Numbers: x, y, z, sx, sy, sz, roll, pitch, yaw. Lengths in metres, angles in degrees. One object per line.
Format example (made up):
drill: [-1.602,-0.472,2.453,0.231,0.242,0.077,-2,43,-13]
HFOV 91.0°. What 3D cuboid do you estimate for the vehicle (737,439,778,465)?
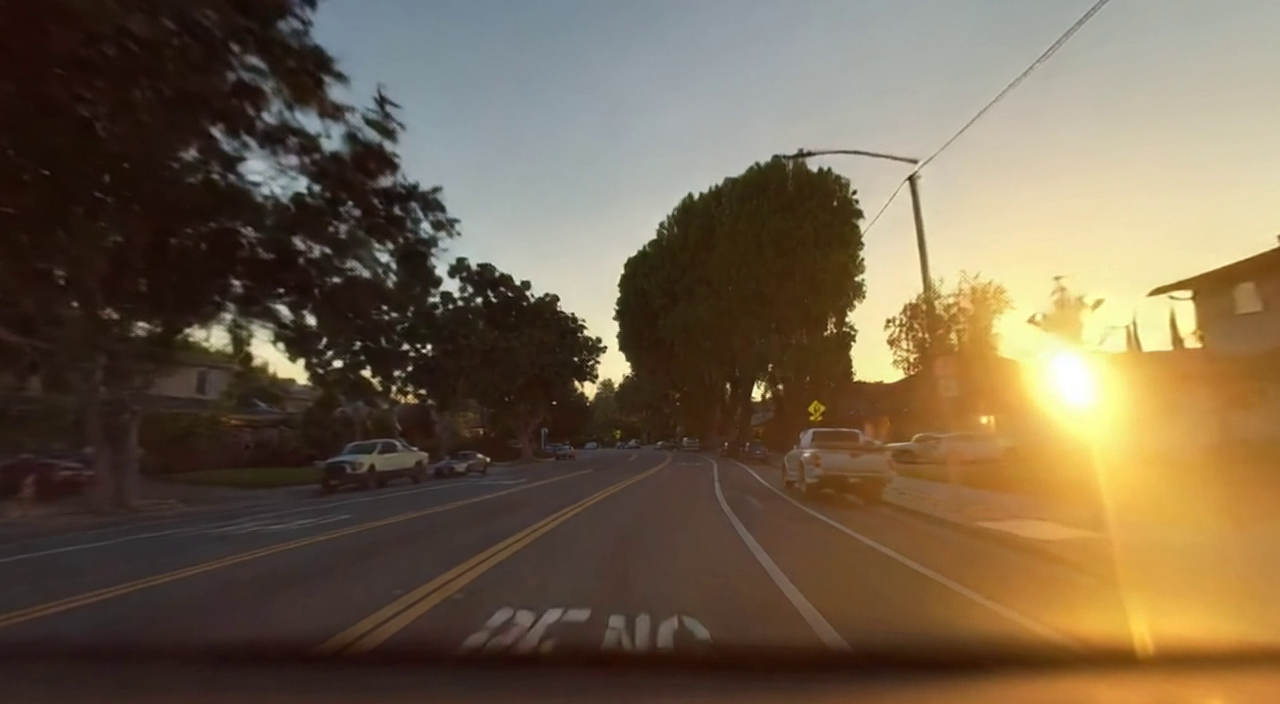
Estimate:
vehicle: [8.745,7.443,47.277,1.954,1.732,6.409,2,-8,1]

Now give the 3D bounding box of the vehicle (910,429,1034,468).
vehicle: [15.668,4.568,29.970,4.637,1.661,2.158,-3,-8,9]

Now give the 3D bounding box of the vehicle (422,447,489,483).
vehicle: [-9.142,5.588,31.546,1.967,1.488,4.216,-6,-9,1]

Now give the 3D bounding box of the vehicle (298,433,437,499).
vehicle: [-9.964,4.202,23.619,2.450,1.998,5.367,-6,-9,5]

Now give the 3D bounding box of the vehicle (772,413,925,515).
vehicle: [5.234,2.913,17.117,2.574,2.156,6.672,0,-8,6]

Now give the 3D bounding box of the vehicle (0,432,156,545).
vehicle: [-11.220,2.356,10.785,2.105,1.776,4.657,-4,-9,1]
